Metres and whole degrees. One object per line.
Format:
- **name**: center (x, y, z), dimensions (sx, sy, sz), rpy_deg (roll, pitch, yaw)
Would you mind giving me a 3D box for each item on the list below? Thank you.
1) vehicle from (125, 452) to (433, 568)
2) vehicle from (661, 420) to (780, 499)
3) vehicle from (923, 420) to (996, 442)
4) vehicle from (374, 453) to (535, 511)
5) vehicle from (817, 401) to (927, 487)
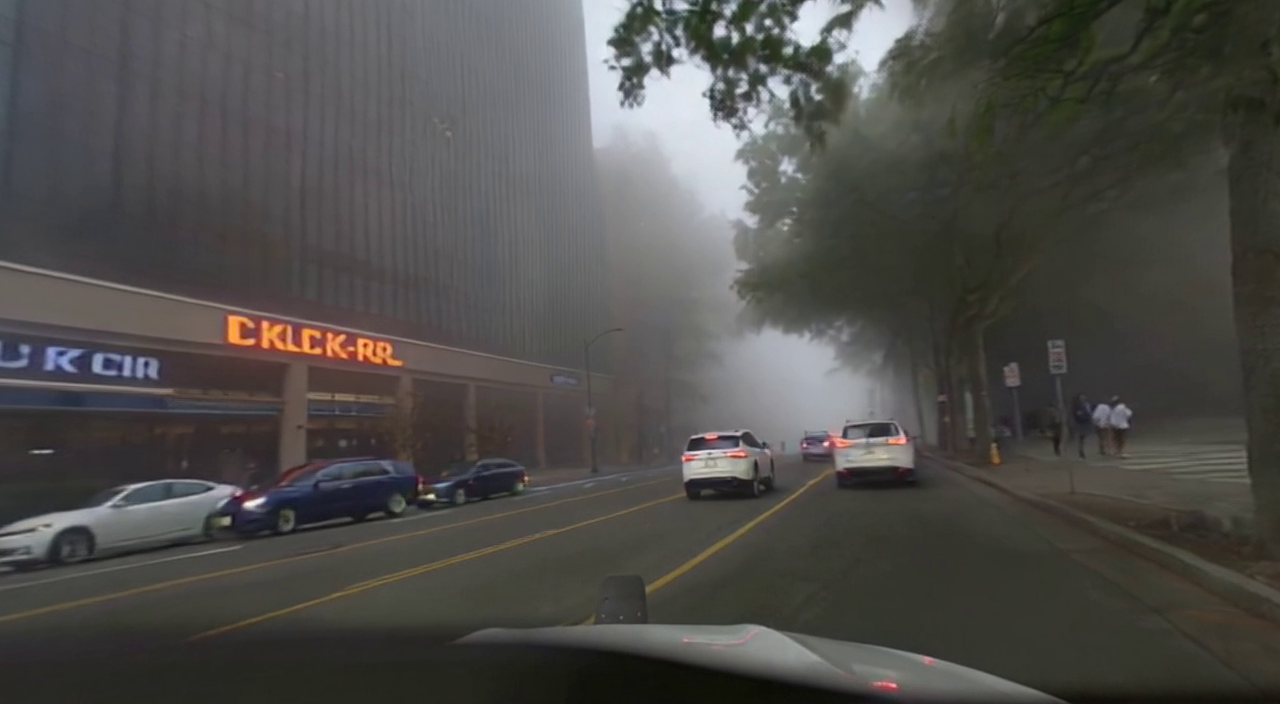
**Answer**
- **vehicle**: center (-5.926, 2.573, 11.171), dimensions (1.857, 1.507, 4.504), rpy_deg (-4, -9, 20)
- **vehicle**: center (2.178, 2.669, 16.009), dimensions (2.023, 1.702, 4.152), rpy_deg (-4, -9, 20)
- **vehicle**: center (23.615, 5.885, 46.793), dimensions (4.426, 1.490, 1.862), rpy_deg (-3, -9, 13)
- **vehicle**: center (-5.659, 4.036, 20.260), dimensions (2.103, 1.514, 5.374), rpy_deg (-4, -9, 21)
- **vehicle**: center (6.263, 2.510, 17.235), dimensions (2.352, 1.953, 4.796), rpy_deg (-3, -9, 19)
